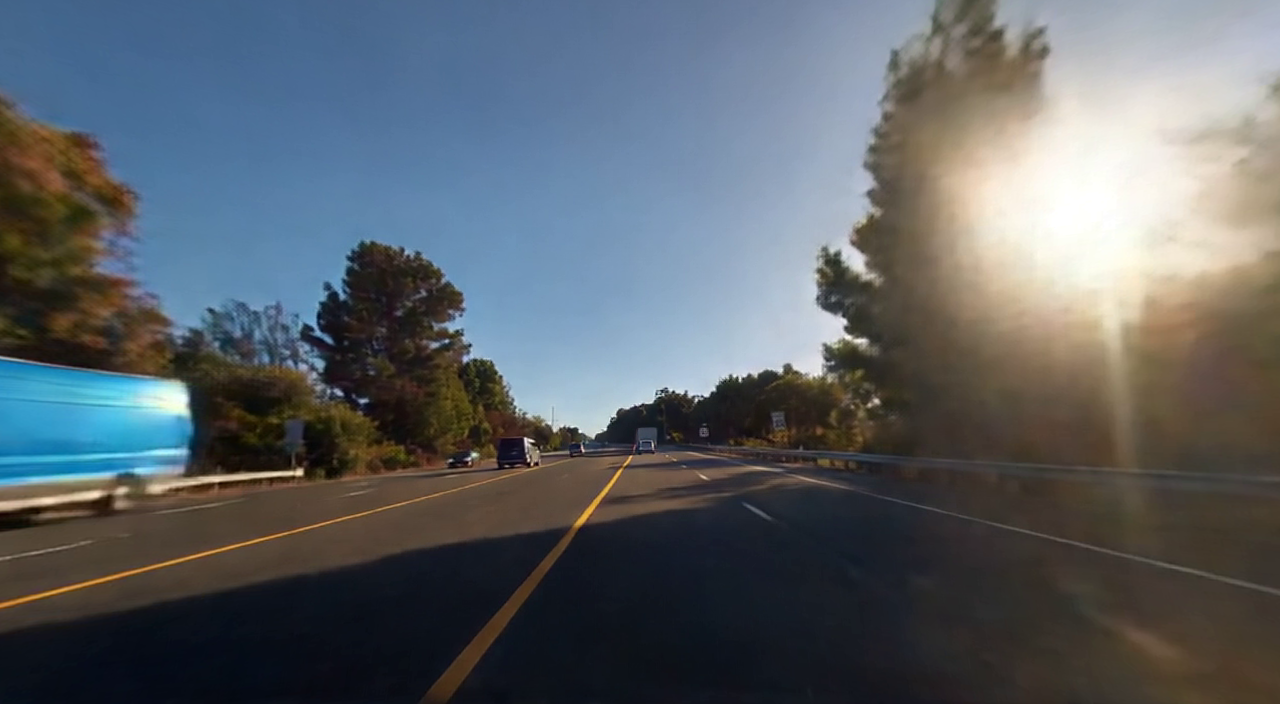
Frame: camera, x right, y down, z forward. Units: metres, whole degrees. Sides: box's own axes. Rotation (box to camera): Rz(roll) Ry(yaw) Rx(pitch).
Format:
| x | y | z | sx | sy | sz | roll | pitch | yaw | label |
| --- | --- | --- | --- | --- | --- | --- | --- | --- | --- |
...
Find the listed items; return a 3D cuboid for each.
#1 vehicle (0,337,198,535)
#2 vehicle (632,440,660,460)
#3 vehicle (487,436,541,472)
| x | y | z | sx | sy | sz | roll | pitch | yaw | label |
| --- | --- | --- | --- | --- | --- | --- | --- | --- | --- |
| -14.823 | 1.641 | 12.358 | 2.905 | 4.091 | 12.827 | 0 | -8 | 0 | vehicle |
| 0.446 | 7.745 | 49.841 | 2.061 | 1.469 | 3.782 | 0 | -8 | 0 | vehicle |
| -6.993 | 5.691 | 35.422 | 2.068 | 1.897 | 4.372 | 0 | -8 | 1 | vehicle |
